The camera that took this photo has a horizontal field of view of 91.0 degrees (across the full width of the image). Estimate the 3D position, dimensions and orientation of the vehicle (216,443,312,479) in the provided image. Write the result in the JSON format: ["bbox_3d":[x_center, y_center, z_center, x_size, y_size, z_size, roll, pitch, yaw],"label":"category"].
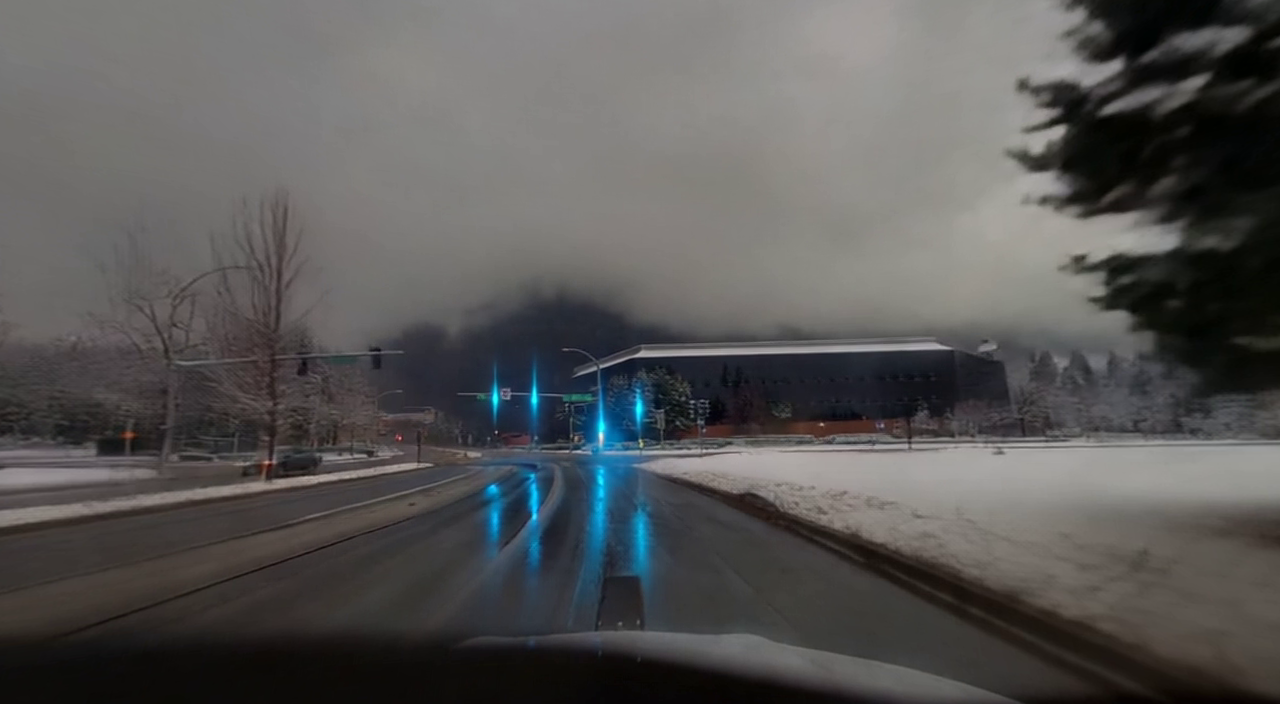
[{"bbox_3d":[-18.440,5.361,31.165,1.870,1.594,4.447,0,-9,2],"label":"vehicle"}]
